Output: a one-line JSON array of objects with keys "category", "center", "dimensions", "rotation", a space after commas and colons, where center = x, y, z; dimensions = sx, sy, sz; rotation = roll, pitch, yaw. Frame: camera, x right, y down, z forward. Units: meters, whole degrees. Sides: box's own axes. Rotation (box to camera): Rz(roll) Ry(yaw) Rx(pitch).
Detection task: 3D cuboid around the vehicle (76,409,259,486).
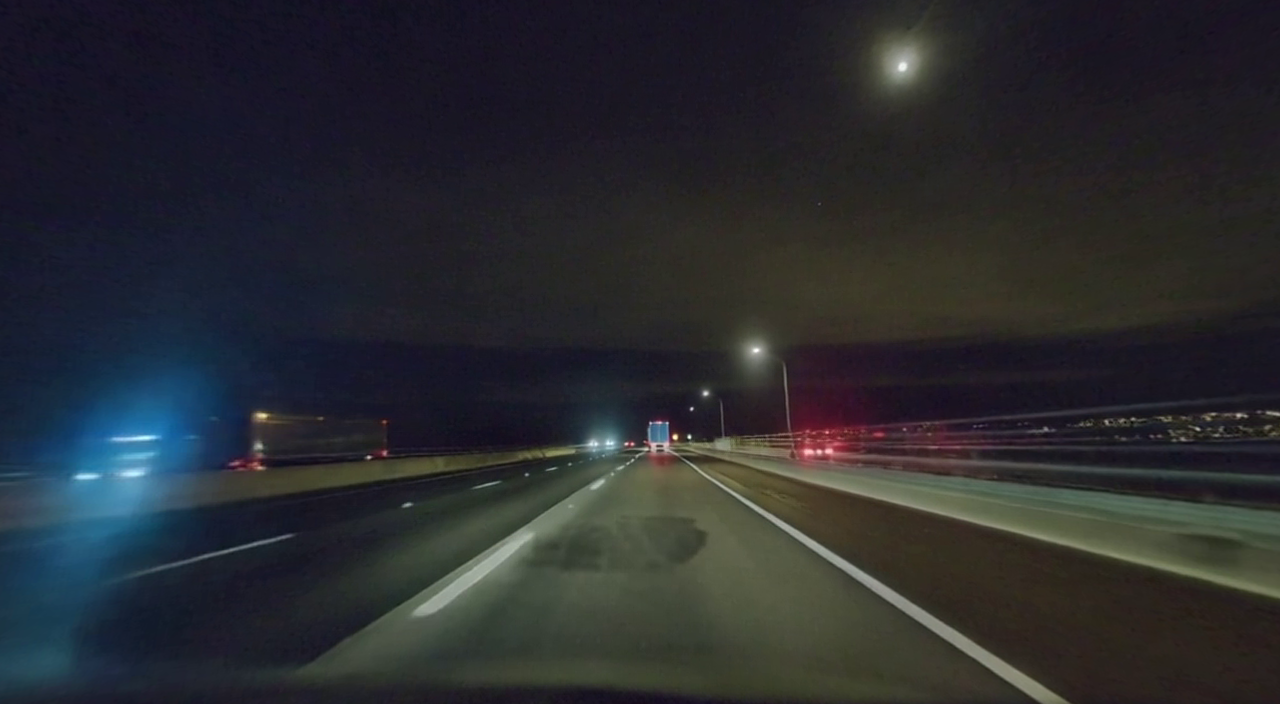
[{"category": "vehicle", "center": [-22.234, 4.591, 30.327], "dimensions": [2.761, 3.210, 7.561], "rotation": [0, -8, 1]}]
